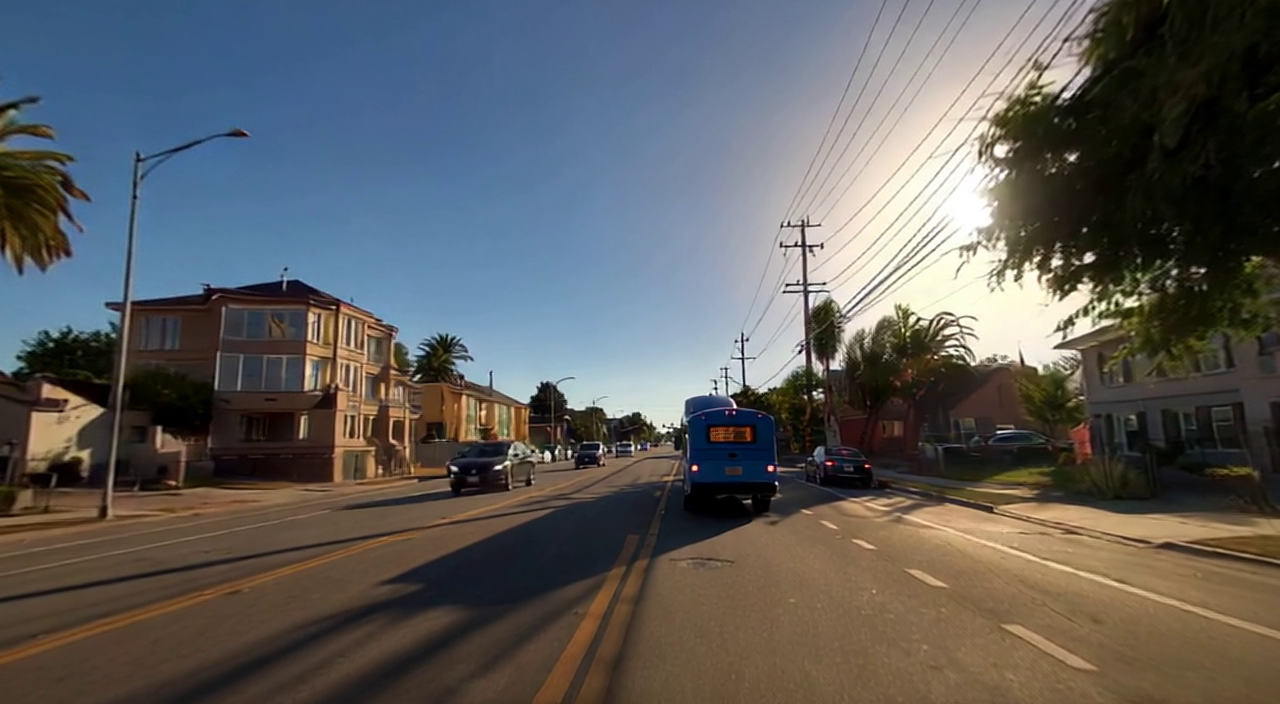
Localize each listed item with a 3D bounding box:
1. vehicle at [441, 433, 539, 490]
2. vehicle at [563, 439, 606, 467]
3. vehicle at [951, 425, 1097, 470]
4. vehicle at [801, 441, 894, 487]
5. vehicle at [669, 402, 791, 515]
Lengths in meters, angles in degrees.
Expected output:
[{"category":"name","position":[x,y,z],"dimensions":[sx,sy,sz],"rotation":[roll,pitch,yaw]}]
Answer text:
[{"category":"vehicle","position":[-4.905,3.637,21.320],"dimensions":[1.948,1.706,4.407],"rotation":[-1,-8,4]},{"category":"vehicle","position":[-3.378,6.196,38.886],"dimensions":[1.965,1.653,4.251],"rotation":[-1,-8,4]},{"category":"vehicle","position":[16.541,4.113,27.425],"dimensions":[4.749,1.699,2.311],"rotation":[-3,-6,5]},{"category":"vehicle","position":[7.157,3.894,22.268],"dimensions":[2.022,1.456,4.246],"rotation":[-1,-8,3]},{"category":"vehicle","position":[1.774,2.268,13.792],"dimensions":[2.168,2.040,4.527],"rotation":[-1,-8,3]}]
